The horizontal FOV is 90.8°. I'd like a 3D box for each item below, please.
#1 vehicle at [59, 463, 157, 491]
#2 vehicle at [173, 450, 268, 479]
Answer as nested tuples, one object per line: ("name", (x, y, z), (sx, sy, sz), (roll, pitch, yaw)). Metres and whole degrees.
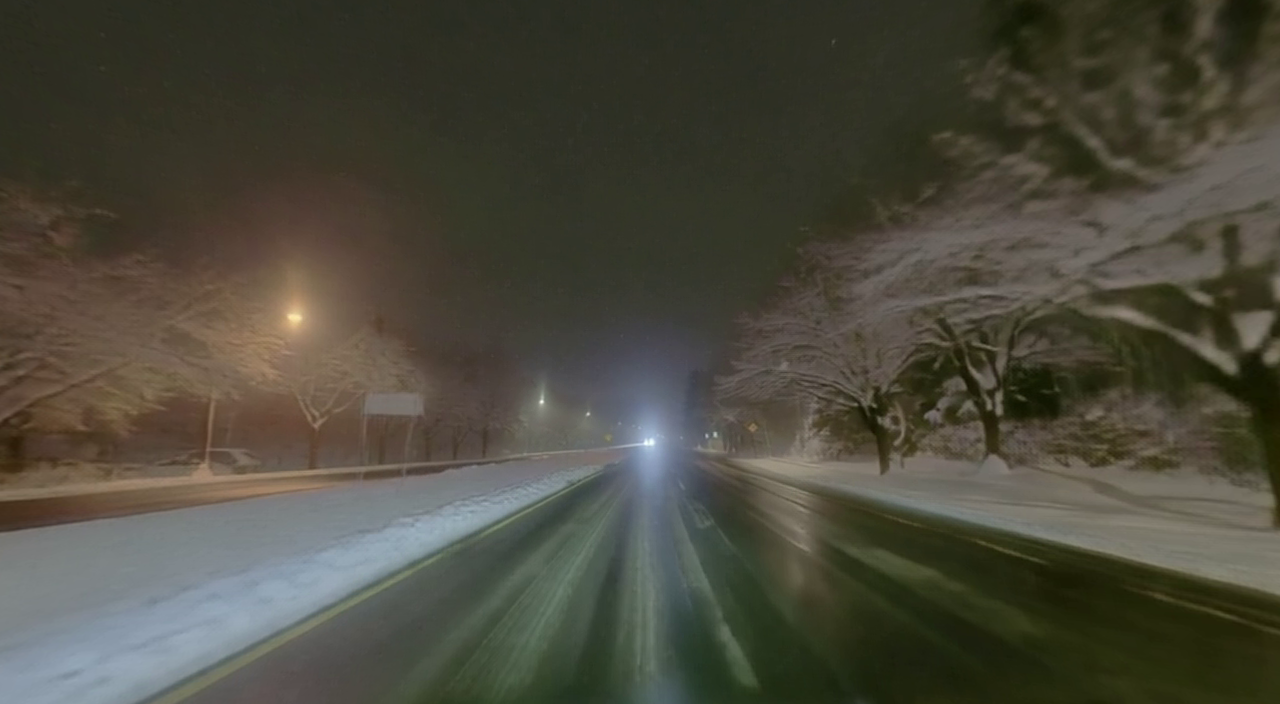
("vehicle", (-31.212, 7.316, 37.116), (4.204, 1.448, 1.738), (0, -8, 2))
("vehicle", (-31.792, 8.519, 47.949), (5.647, 2.071, 2.194), (0, -9, 3))
